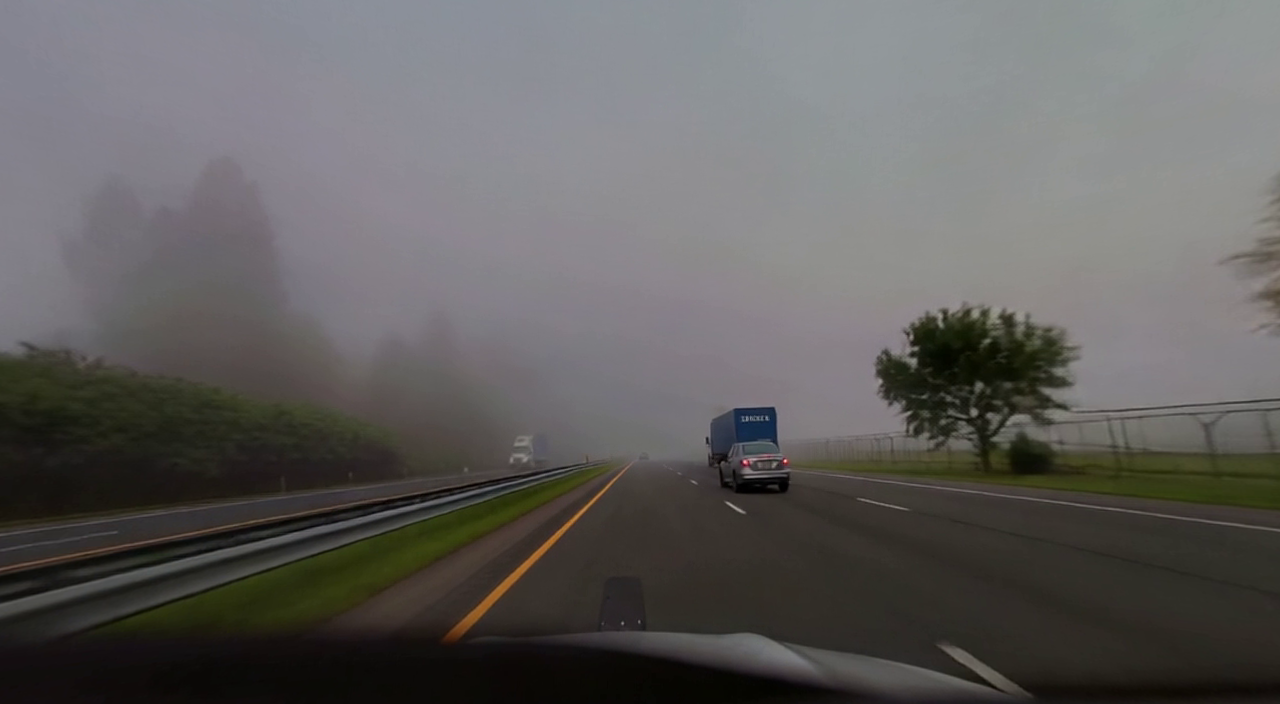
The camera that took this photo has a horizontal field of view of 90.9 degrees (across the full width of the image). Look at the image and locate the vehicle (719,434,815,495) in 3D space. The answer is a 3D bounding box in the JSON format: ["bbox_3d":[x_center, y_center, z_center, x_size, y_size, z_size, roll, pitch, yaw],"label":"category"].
[{"bbox_3d":[3.923,3.568,20.303,2.093,1.742,4.167,0,-9,-2],"label":"vehicle"}]
